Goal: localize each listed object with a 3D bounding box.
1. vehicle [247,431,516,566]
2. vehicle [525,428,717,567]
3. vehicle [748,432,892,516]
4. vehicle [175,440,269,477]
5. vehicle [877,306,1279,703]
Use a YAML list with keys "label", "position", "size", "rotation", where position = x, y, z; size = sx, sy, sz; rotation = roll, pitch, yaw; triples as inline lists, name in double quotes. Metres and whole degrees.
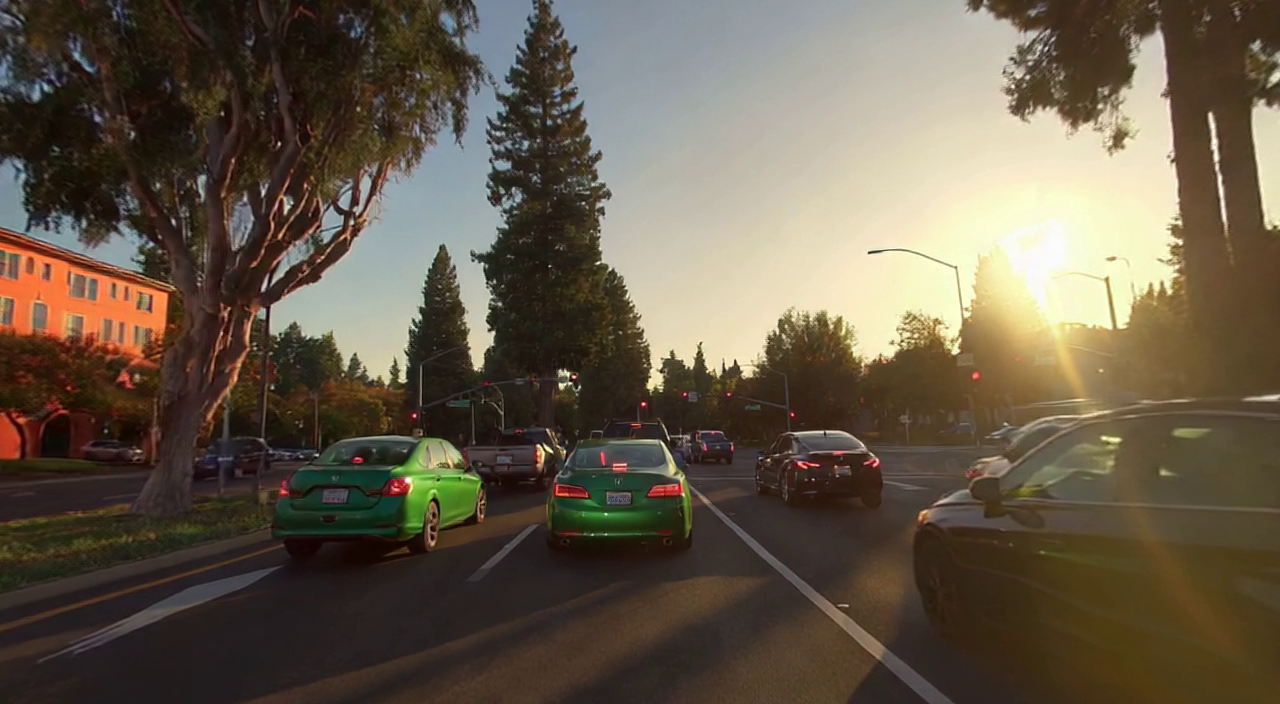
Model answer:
- label: "vehicle"
  position: [-3.210, 1.889, 8.942]
  size: [1.917, 1.441, 4.128]
  rotation: [-1, -8, 2]
- label: "vehicle"
  position: [-0.210, 1.835, 8.711]
  size: [2.041, 1.450, 3.847]
  rotation: [0, -8, 0]
- label: "vehicle"
  position: [3.549, 2.474, 13.282]
  size: [1.880, 1.476, 3.932]
  rotation: [0, -8, 1]
- label: "vehicle"
  position: [-21.240, 5.411, 32.356]
  size: [2.132, 1.724, 4.001]
  rotation: [0, -8, -2]
- label: "vehicle"
  position: [2.977, 0.798, 2.458]
  size: [2.196, 1.676, 4.865]
  rotation: [0, -8, 0]
